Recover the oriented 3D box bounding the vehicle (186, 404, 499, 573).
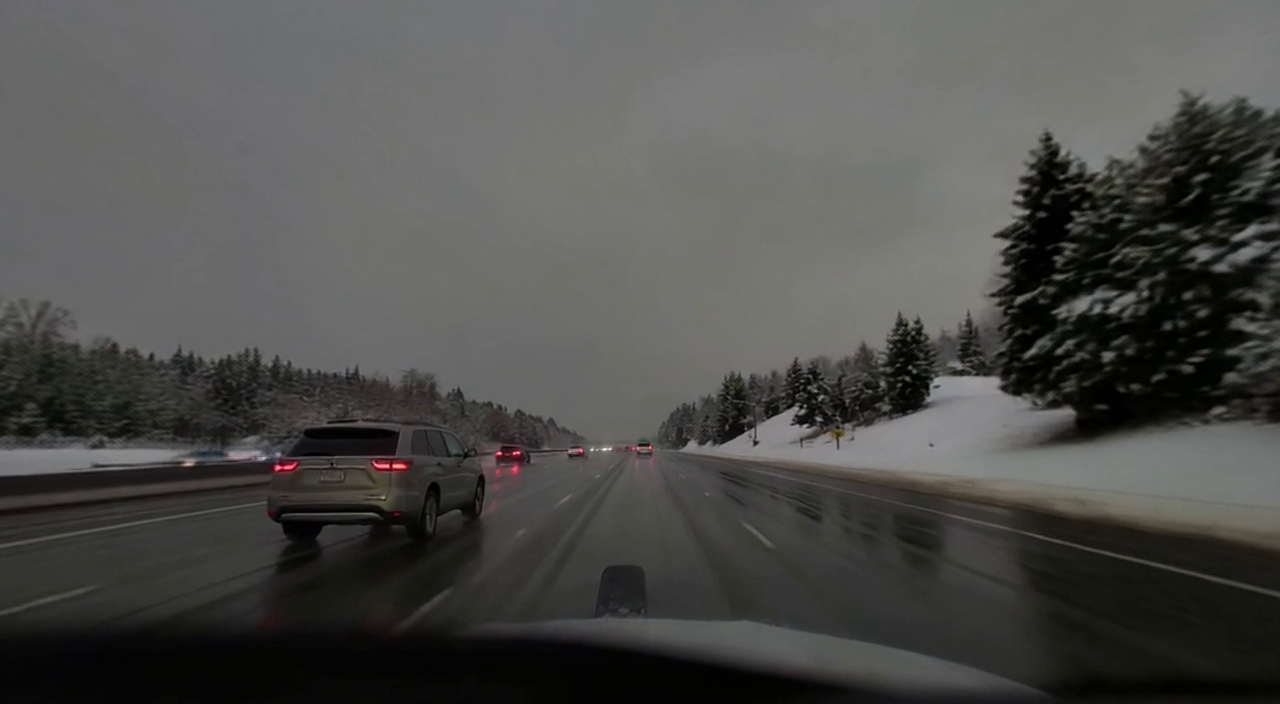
[{"bbox_3d":[-3.653,1.772,8.949,2.214,1.759,4.435,-1,-8,1],"label":"vehicle"}]

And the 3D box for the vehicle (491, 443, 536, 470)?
[{"bbox_3d":[-7.744,6.425,38.991,1.871,1.542,4.371,0,-8,0],"label":"vehicle"}]
